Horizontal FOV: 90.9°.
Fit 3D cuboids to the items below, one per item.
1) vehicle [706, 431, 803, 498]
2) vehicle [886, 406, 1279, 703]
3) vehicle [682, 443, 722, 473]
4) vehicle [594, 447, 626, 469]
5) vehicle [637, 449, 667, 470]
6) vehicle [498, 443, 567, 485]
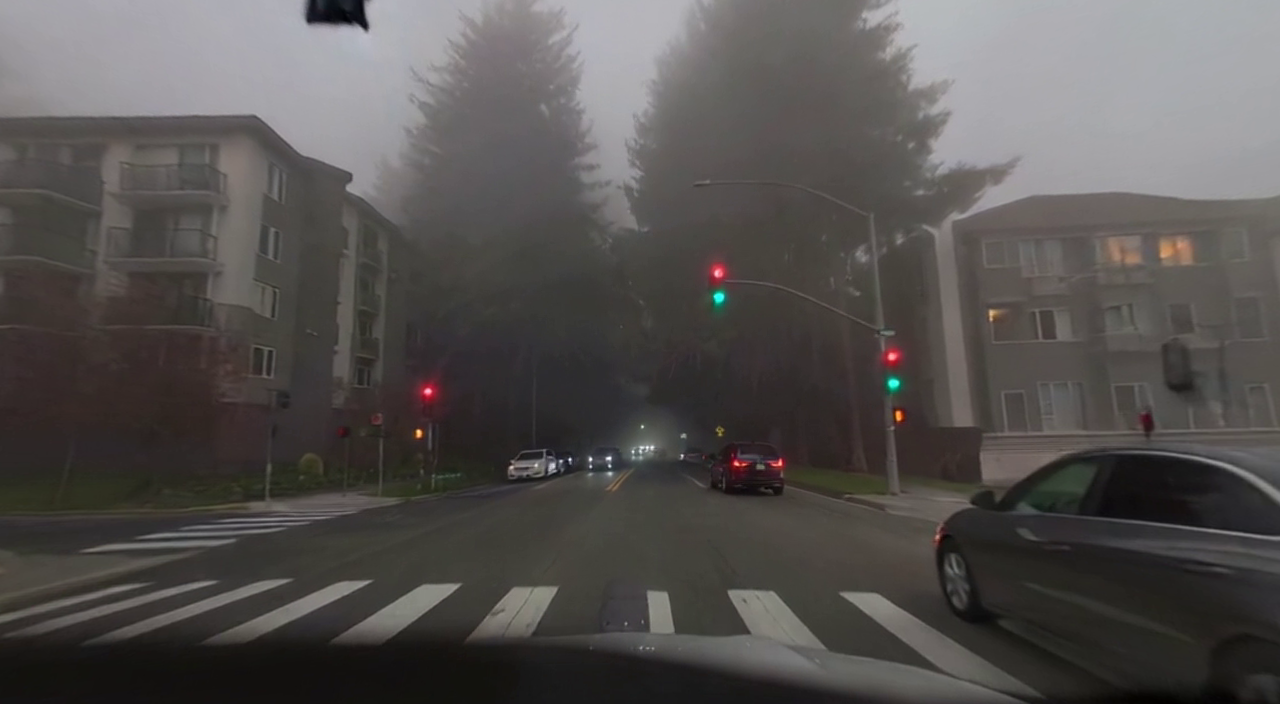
[{"bbox_3d":[3.479,3.531,20.124,2.199,1.872,4.513,0,-9,0],"label":"vehicle"},{"bbox_3d":[3.207,1.082,3.088,2.078,1.488,4.741,0,-9,0],"label":"vehicle"},{"bbox_3d":[4.025,6.961,41.671,2.102,1.818,4.508,0,-9,0],"label":"vehicle"},{"bbox_3d":[-2.267,8.238,49.109,2.148,1.651,4.543,0,-9,1],"label":"vehicle"},{"bbox_3d":[0.832,7.775,45.790,2.097,1.463,4.043,0,-9,-1],"label":"vehicle"},{"bbox_3d":[-5.316,5.632,32.120,2.350,1.929,5.772,0,-9,1],"label":"vehicle"}]
